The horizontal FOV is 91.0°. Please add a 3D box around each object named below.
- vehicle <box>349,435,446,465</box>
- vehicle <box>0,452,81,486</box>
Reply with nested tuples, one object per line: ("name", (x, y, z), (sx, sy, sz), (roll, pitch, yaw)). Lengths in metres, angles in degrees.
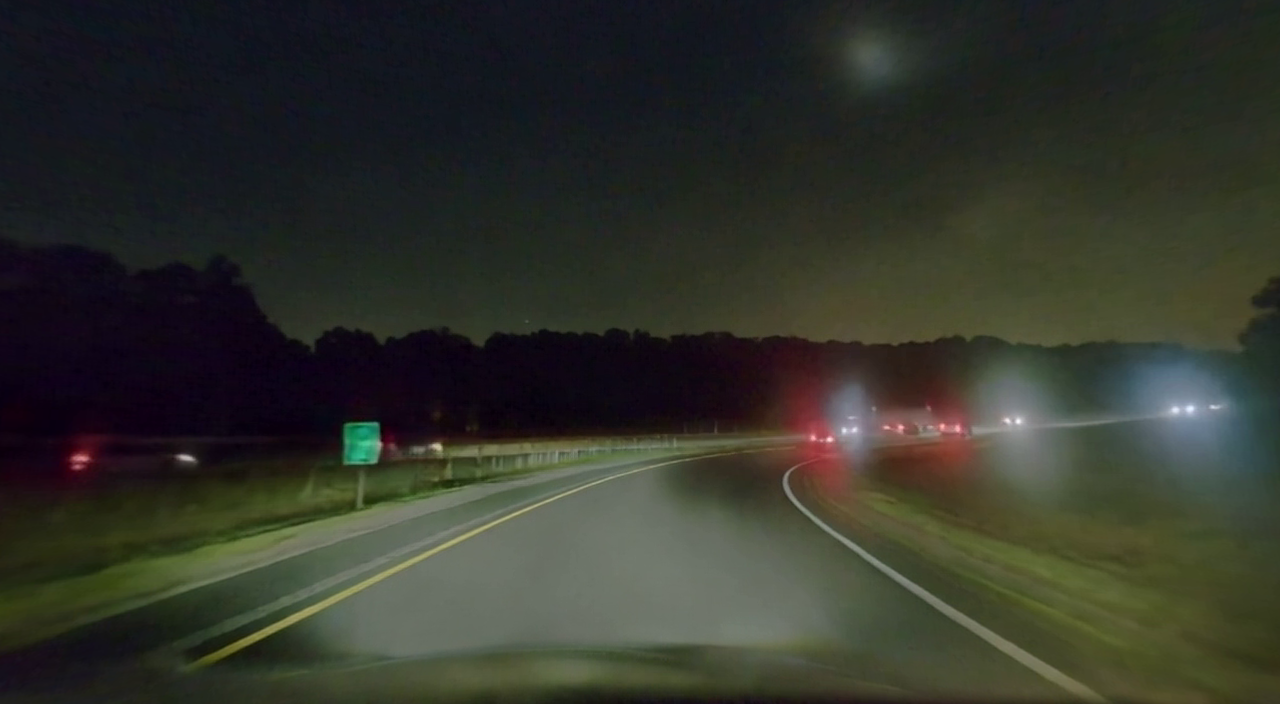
("vehicle", (-13.827, 5.543, 35.927), (4.843, 1.579, 2.135), (4, -9, -30))
("vehicle", (-30.321, 5.628, 30.216), (4.819, 1.496, 1.923), (4, -9, -30))
